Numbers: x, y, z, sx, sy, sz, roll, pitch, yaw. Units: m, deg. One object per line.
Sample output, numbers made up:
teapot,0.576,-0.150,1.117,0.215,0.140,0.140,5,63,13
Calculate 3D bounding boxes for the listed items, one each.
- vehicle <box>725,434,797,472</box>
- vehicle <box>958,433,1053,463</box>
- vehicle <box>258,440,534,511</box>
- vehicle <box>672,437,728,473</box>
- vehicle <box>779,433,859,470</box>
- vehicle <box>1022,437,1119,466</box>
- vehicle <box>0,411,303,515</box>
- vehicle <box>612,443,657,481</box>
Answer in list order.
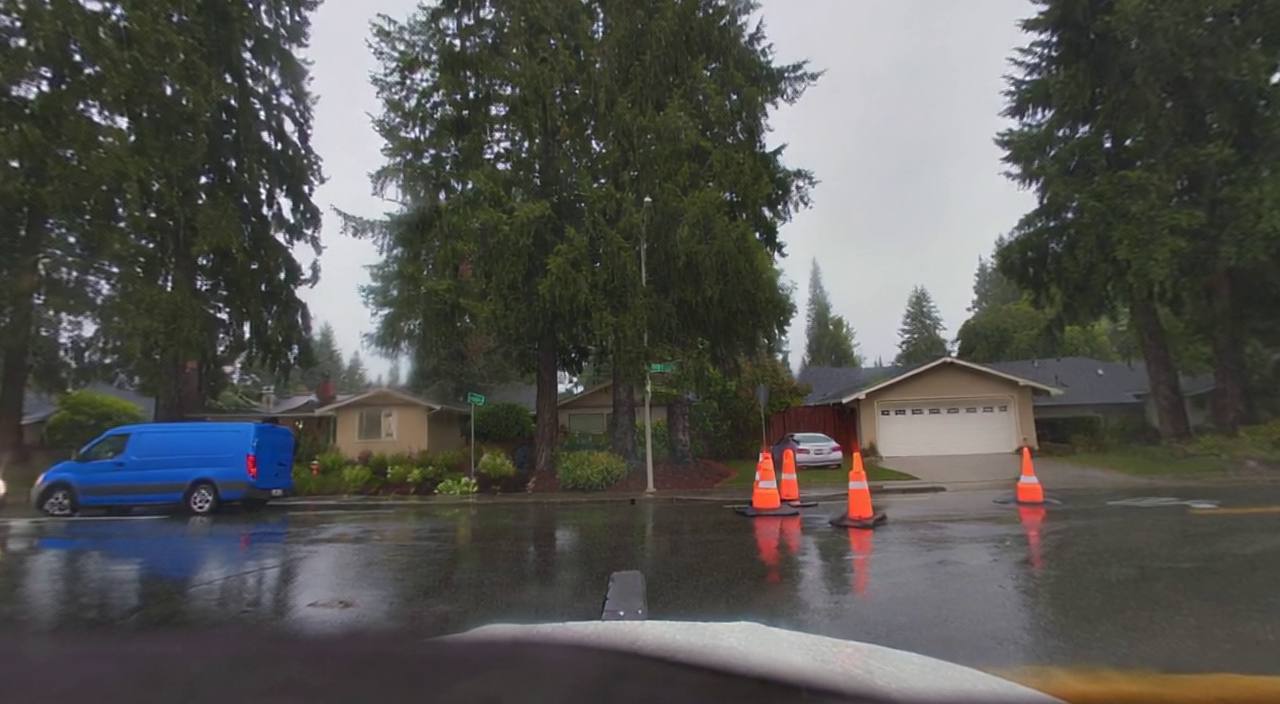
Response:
vehicle,5.355,4.520,28.508,2.007,1.555,4.204,1,-9,-7
vehicle,23.983,6.306,41.518,4.984,1.912,2.132,1,-8,-6
vehicle,-6.502,3.420,17.884,6.643,1.777,2.925,1,-9,-5
vehicle,2.604,4.593,28.344,1.745,1.461,4.074,1,-9,-5
vehicle,8.067,4.551,28.934,1.893,1.529,4.422,1,-9,-7
vehicle,22.775,5.277,33.541,3.863,1.453,1.826,1,-9,-5
vehicle,-14.072,3.093,17.450,7.824,2.323,2.863,-3,-10,-3
vehicle,-0.298,4.816,27.929,1.648,1.430,3.654,4,-9,-4
